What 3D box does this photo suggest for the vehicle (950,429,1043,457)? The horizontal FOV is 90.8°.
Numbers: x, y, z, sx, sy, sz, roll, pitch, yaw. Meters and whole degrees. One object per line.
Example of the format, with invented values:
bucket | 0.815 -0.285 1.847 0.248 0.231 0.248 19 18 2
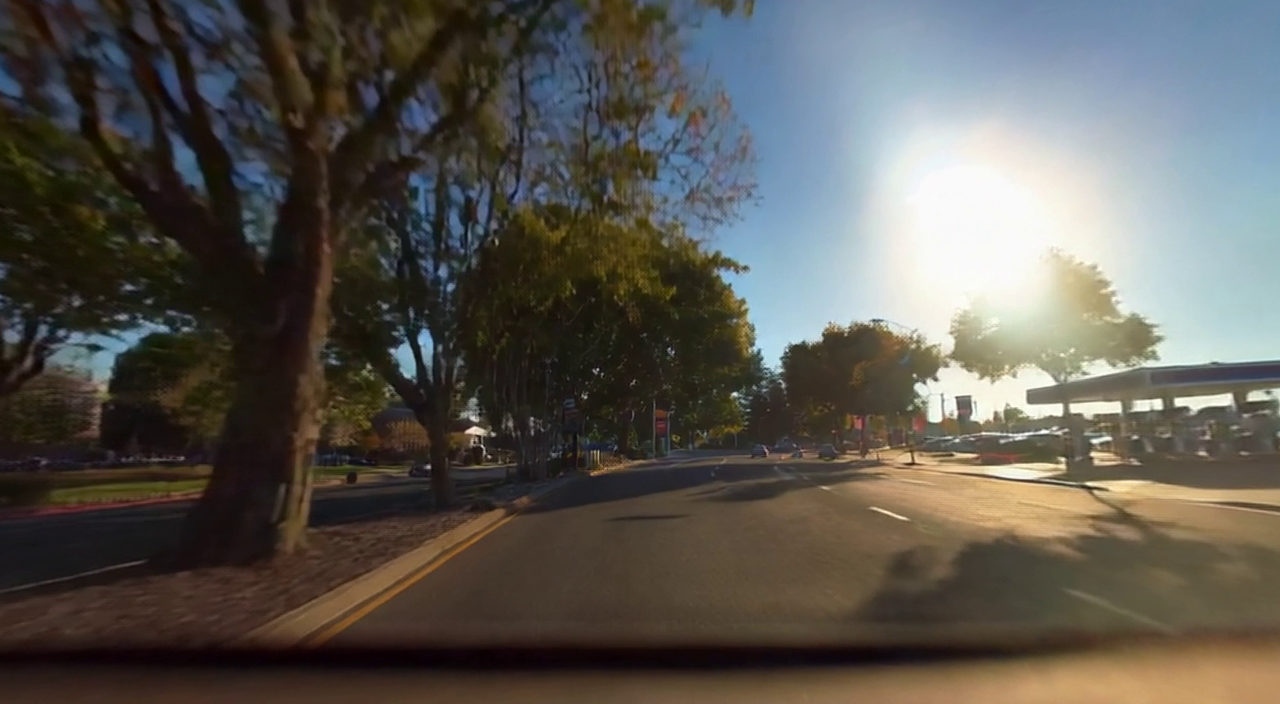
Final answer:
vehicle | 23.735 6.096 42.380 2.239 1.742 5.364 2 -9 -14
